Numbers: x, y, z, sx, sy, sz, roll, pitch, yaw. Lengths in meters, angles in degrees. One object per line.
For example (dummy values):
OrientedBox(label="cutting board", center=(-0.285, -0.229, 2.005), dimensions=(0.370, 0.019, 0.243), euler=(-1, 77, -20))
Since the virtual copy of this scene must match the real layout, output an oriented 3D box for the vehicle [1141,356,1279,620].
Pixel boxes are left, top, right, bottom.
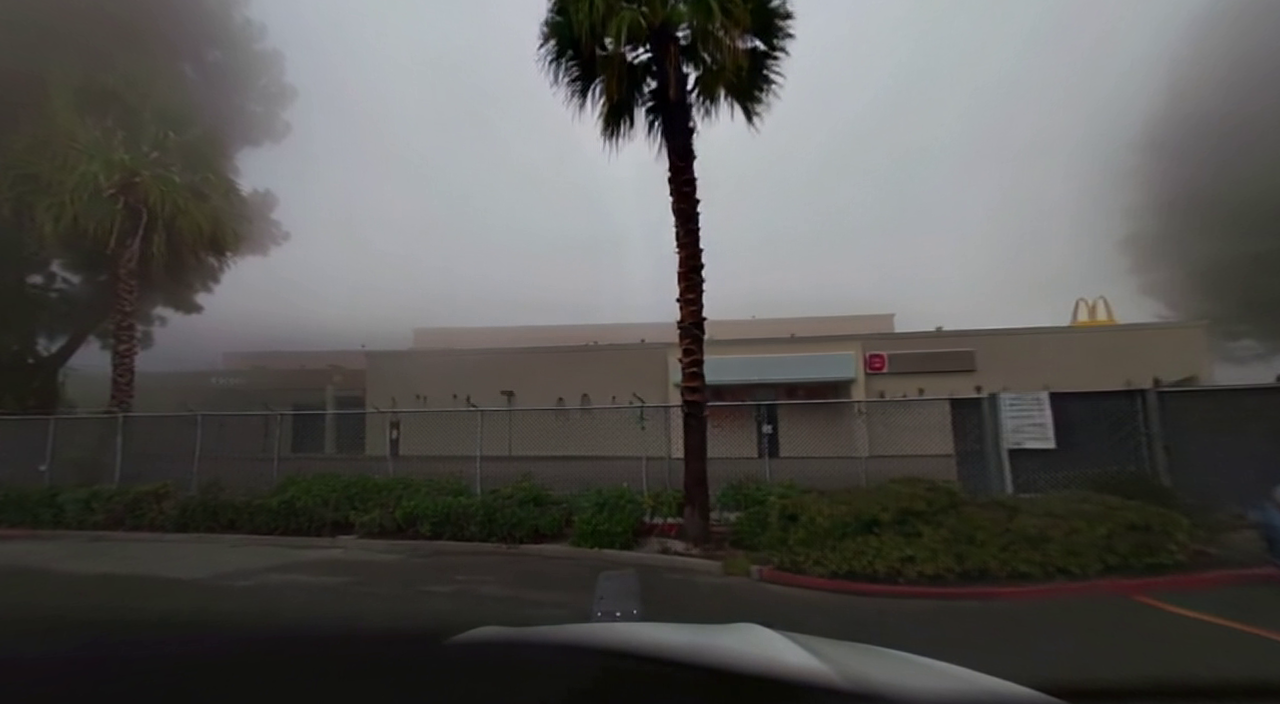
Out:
OrientedBox(label="vehicle", center=(6.534, 0.952, 4.699), dimensions=(4.365, 1.791, 2.073), euler=(1, -7, -15))
